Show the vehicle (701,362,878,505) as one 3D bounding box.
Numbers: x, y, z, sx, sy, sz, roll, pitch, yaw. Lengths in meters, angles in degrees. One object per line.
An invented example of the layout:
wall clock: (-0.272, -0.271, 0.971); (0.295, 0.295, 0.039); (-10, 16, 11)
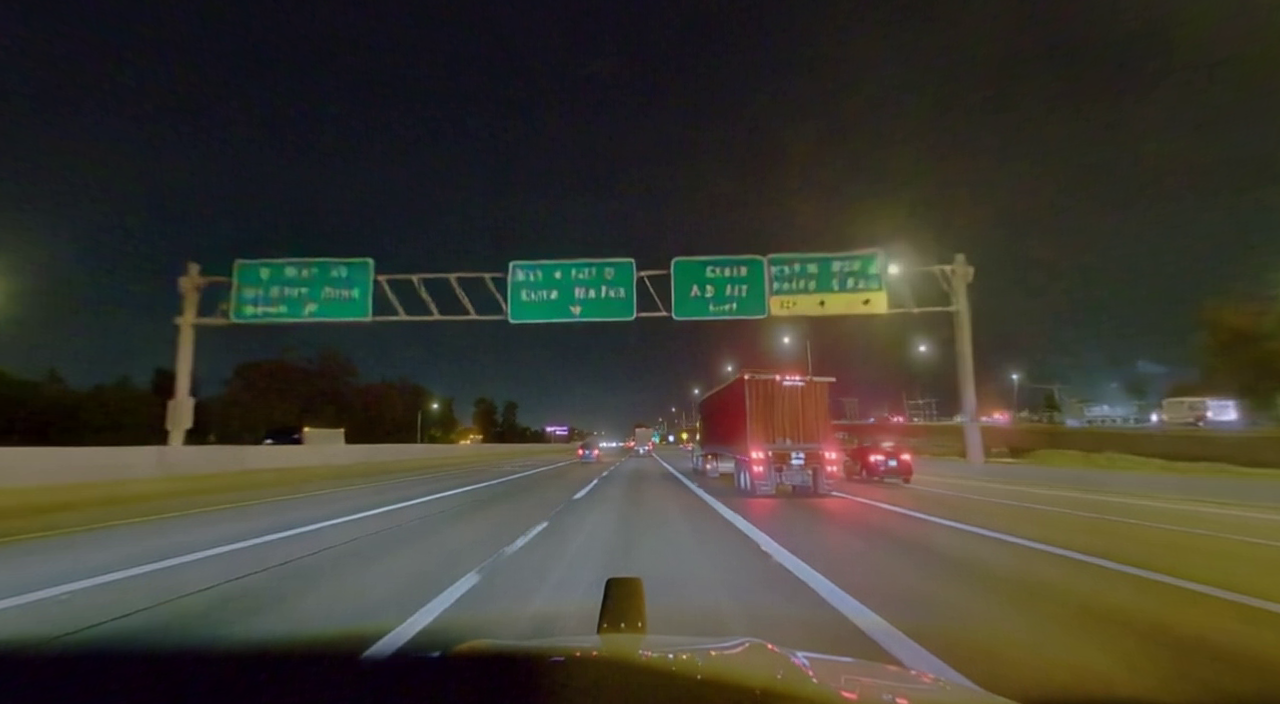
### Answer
vehicle: (4.071, 2.722, 20.334); (3.049, 3.395, 10.595); (0, -9, -1)

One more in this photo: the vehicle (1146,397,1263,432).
vehicle: (28.623, 3.230, 32.051); (1.928, 1.603, 4.315); (1, -7, -2)

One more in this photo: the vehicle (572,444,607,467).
vehicle: (-3.549, 7.415, 45.309); (2.143, 1.529, 4.918); (0, -9, 0)
